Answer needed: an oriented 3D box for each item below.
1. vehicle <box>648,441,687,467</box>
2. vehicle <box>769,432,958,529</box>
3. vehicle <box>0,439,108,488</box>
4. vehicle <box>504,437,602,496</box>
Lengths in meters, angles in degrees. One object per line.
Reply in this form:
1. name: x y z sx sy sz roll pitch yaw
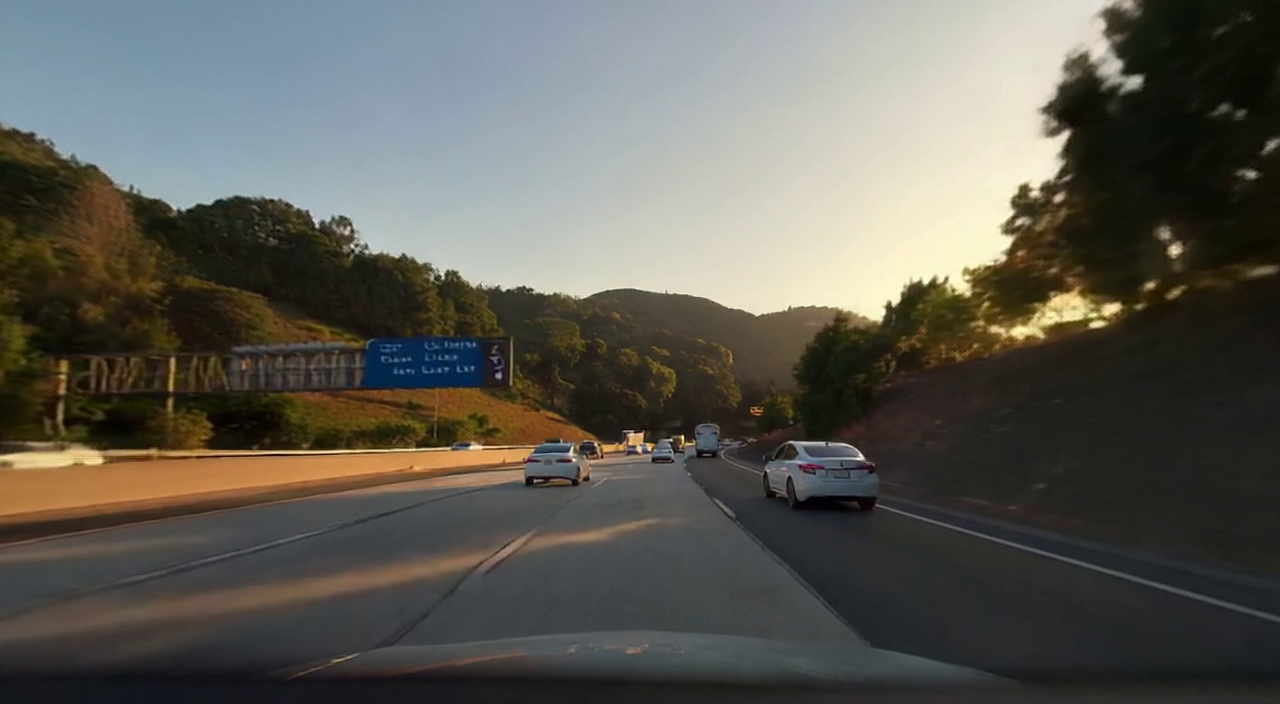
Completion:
1. vehicle: 1.628 6.047 37.628 2.202 1.467 3.929 -1 -8 3
2. vehicle: 3.953 2.336 12.082 2.013 1.464 4.317 1 -8 0
3. vehicle: -23.175 4.171 23.933 1.939 1.706 4.486 0 -8 2
4. vehicle: -2.375 3.294 18.618 2.031 1.491 4.792 -1 -8 3
